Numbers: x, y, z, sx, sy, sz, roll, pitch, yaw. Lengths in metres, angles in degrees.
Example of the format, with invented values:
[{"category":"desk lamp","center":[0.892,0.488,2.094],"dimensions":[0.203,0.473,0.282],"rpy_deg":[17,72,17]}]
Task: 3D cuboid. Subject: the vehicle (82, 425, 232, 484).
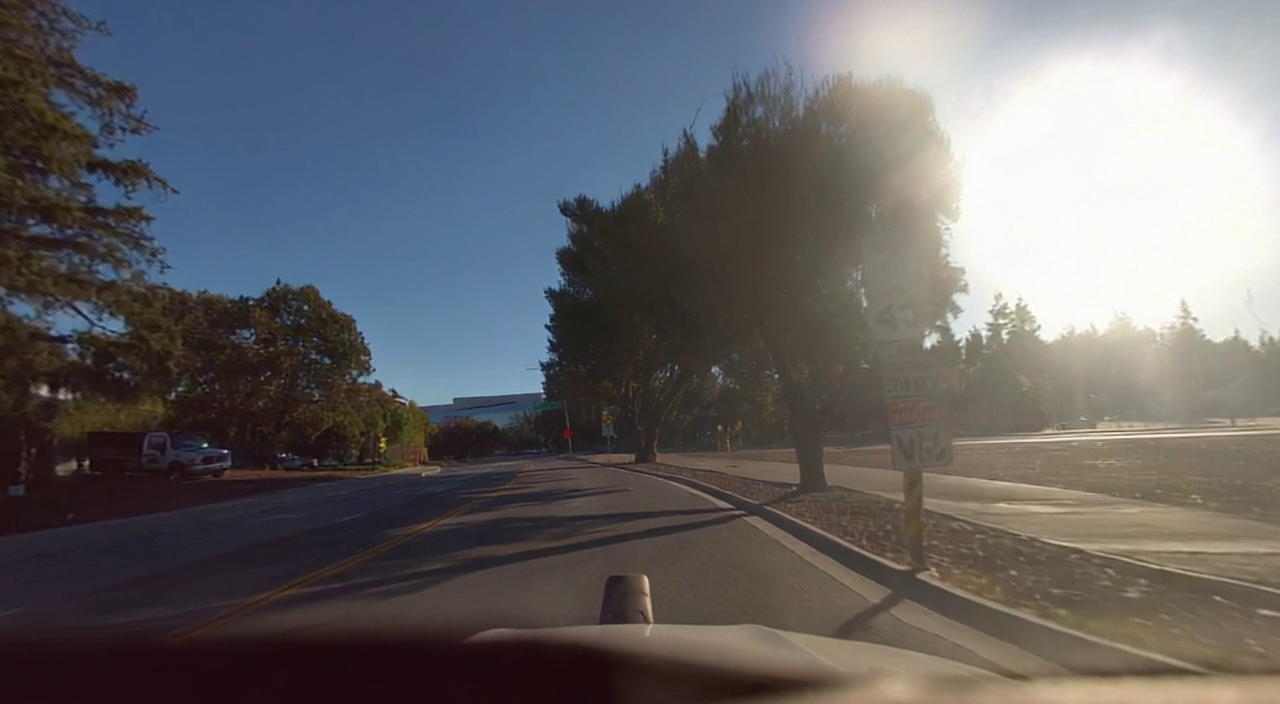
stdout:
[{"category":"vehicle","center":[-17.882,3.772,23.357],"dimensions":[4.699,1.996,2.116],"rpy_deg":[-4,-9,21]}]
